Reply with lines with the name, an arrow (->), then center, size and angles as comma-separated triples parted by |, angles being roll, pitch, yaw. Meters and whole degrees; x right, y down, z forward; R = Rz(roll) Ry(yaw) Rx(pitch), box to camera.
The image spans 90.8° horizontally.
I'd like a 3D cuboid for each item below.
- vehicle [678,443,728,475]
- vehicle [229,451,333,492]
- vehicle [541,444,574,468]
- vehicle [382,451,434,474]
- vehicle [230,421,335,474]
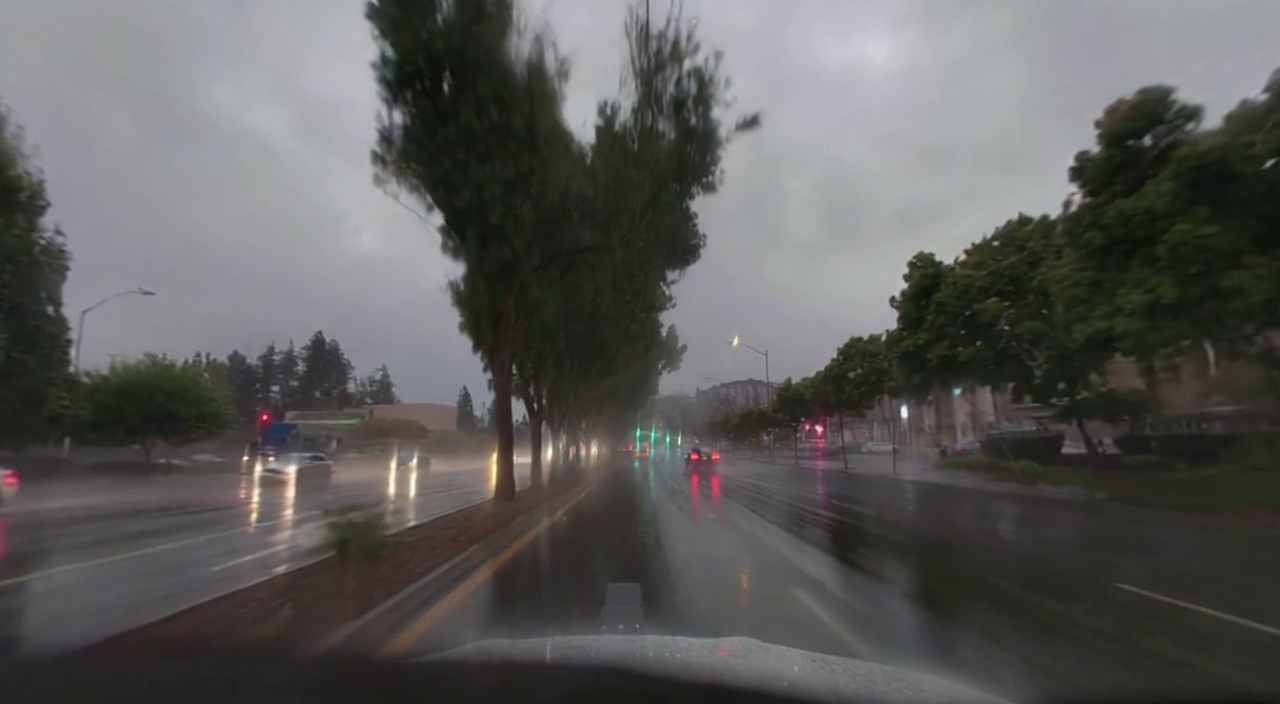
vehicle -> 3.147, 5.467, 32.467 | 1.983, 1.482, 4.463 | 0, -9, -2
vehicle -> -14.945, 4.965, 26.629 | 1.878, 1.515, 4.258 | 0, -9, 0
vehicle -> -6.000, 7.575, 46.303 | 2.100, 1.639, 4.268 | 0, -9, -3
vehicle -> -16.358, 7.791, 44.784 | 1.989, 1.466, 4.349 | 0, -9, 0
vehicle -> -27.735, 7.517, 49.680 | 2.804, 3.714, 8.815 | -1, -9, 2
